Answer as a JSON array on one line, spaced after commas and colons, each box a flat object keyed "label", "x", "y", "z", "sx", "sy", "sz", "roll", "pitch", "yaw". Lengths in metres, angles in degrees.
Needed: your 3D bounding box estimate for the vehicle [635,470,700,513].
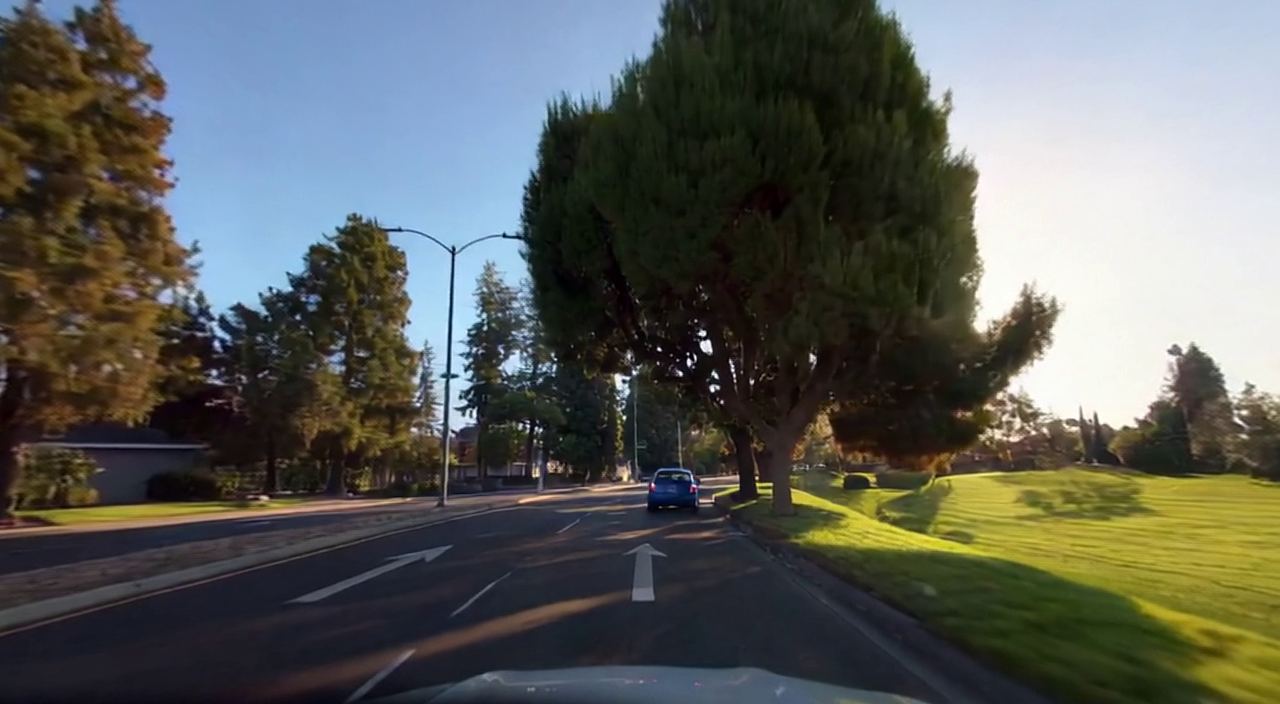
[{"label": "vehicle", "x": 1.086, "y": 4.790, "z": 22.057, "sx": 1.972, "sy": 1.250, "sz": 5.282, "roll": 0, "pitch": -10, "yaw": 6}]
